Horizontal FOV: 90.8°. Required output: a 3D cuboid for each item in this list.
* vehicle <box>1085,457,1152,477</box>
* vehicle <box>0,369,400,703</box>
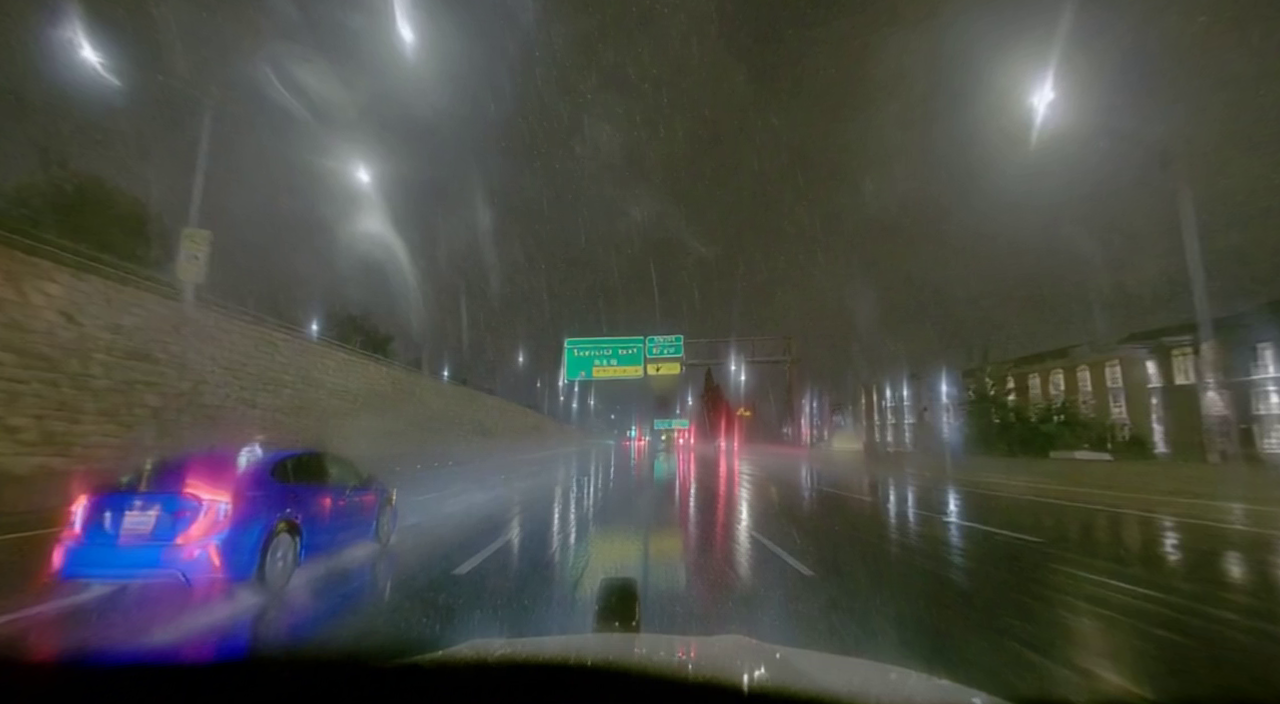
[{"bbox_3d":[35.199,8.458,46.498,3.611,1.377,1.625,0,-8,0],"label":"vehicle"},{"bbox_3d":[-3.879,1.209,5.274,2.070,1.641,4.315,0,-8,-1],"label":"vehicle"}]
